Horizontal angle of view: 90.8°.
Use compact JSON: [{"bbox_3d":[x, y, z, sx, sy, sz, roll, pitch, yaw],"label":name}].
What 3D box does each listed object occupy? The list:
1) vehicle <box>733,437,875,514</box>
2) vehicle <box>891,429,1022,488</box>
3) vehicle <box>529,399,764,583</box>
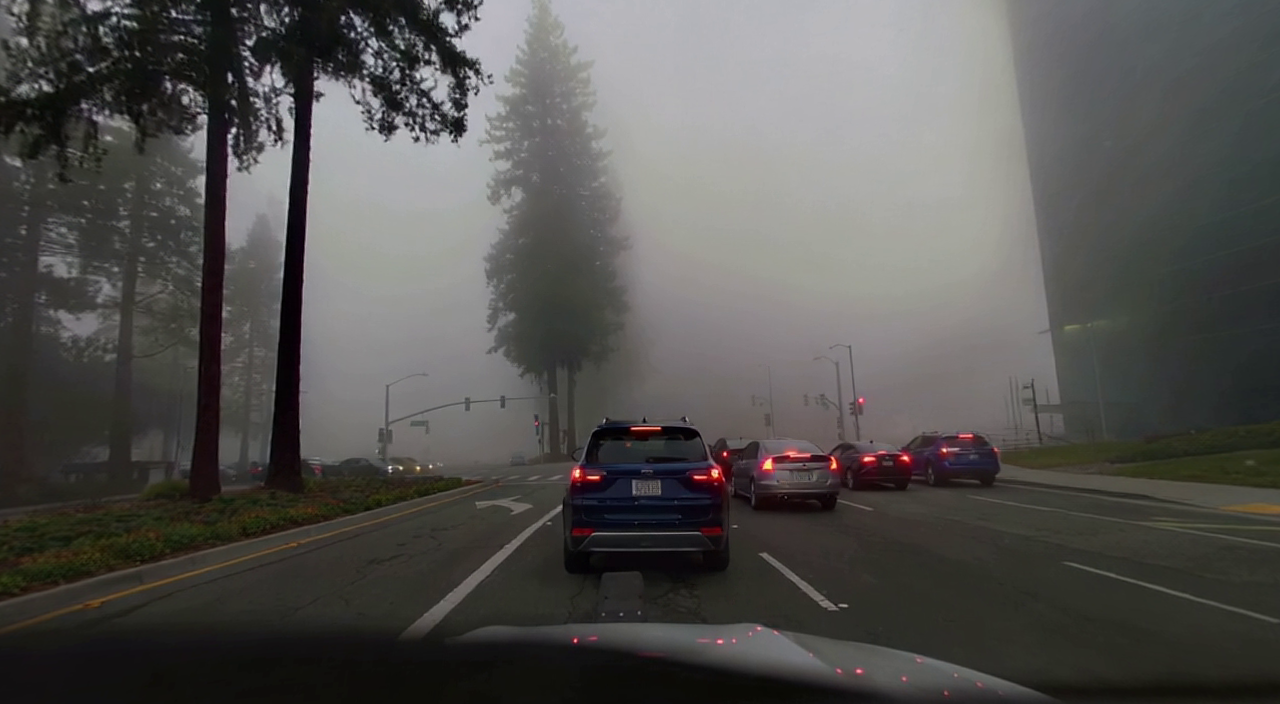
[{"bbox_3d":[3.495,2.719,14.414,1.997,1.471,4.321,0,-9,-1],"label":"vehicle"},{"bbox_3d":[10.862,3.698,22.133,2.123,1.812,4.553,0,-9,-1],"label":"vehicle"},{"bbox_3d":[0.061,1.660,8.262,2.266,1.762,4.131,0,-9,0],"label":"vehicle"}]
